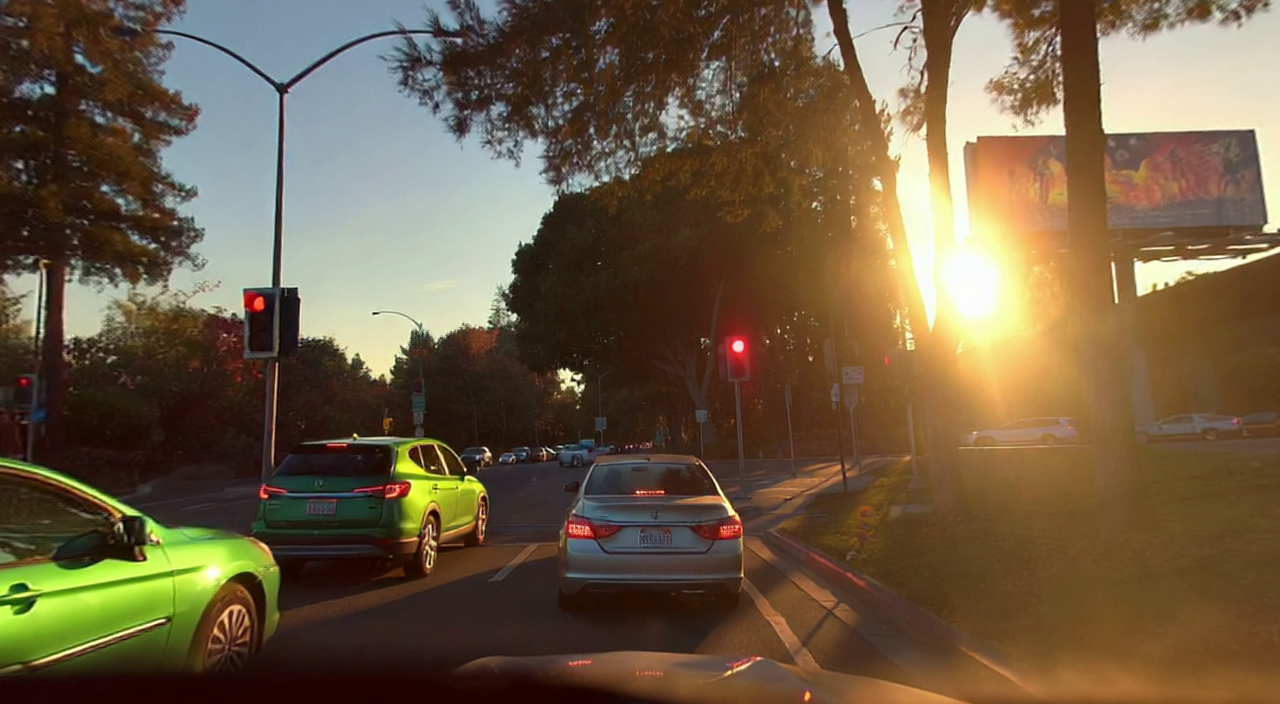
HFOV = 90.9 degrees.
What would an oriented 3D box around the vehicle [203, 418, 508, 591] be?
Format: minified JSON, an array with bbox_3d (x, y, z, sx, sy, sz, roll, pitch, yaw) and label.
[{"bbox_3d":[-3.160,1.782,8.143,1.950,1.628,4.082,-1,-9,1],"label":"vehicle"}]

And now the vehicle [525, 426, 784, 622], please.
[{"bbox_3d":[0.046,1.584,6.628,1.977,1.467,3.474,0,-9,-2],"label":"vehicle"}]

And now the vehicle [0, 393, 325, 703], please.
[{"bbox_3d":[-3.150,0.954,2.429,1.808,1.520,3.846,-1,-9,1],"label":"vehicle"}]
